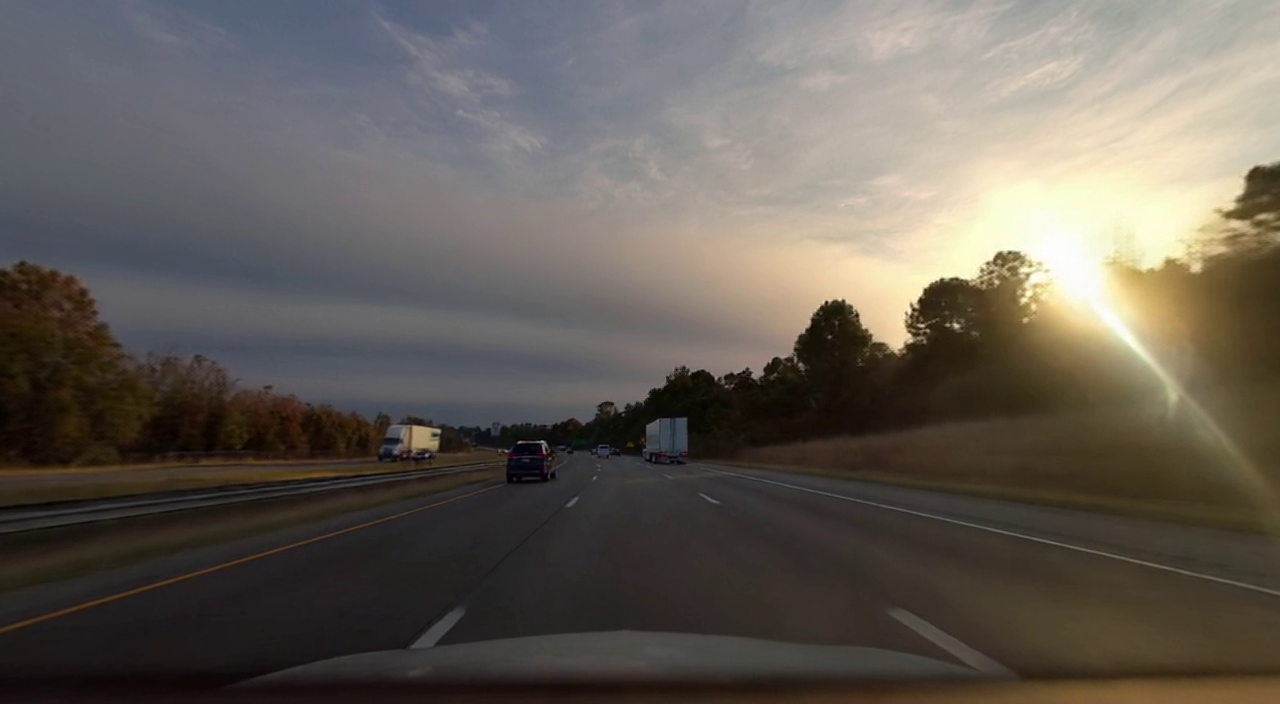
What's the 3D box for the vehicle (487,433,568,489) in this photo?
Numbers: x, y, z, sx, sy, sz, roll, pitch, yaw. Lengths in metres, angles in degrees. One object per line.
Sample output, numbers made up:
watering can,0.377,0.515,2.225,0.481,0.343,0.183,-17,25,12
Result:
vehicle,-4.206,4.184,24.479,2.337,1.942,4.984,0,-9,-2
